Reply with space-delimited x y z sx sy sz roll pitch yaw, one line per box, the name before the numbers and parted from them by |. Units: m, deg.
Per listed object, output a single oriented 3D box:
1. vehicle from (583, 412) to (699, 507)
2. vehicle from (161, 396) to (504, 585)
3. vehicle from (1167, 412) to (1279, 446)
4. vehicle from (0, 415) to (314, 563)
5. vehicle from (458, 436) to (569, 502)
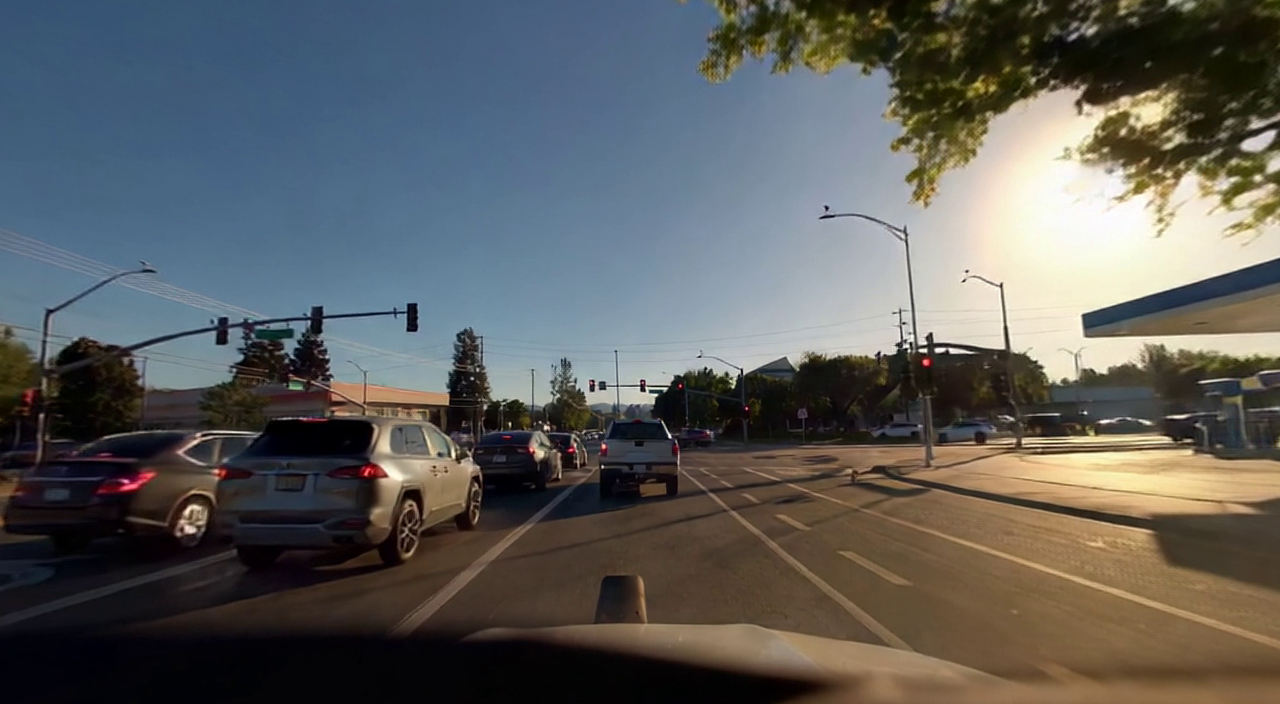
vehicle | 0.011 2.456 14.746 2.224 1.819 5.005 0 -9 0
vehicle | -3.288 1.585 7.985 2.096 1.718 4.266 0 -9 1
vehicle | 36.019 4.693 38.455 5.782 1.950 2.225 -1 -8 0
vehicle | -6.441 1.779 8.825 1.790 1.605 3.696 0 -9 0
vehicle | -3.013 2.895 16.018 1.881 1.424 4.098 0 -9 1
